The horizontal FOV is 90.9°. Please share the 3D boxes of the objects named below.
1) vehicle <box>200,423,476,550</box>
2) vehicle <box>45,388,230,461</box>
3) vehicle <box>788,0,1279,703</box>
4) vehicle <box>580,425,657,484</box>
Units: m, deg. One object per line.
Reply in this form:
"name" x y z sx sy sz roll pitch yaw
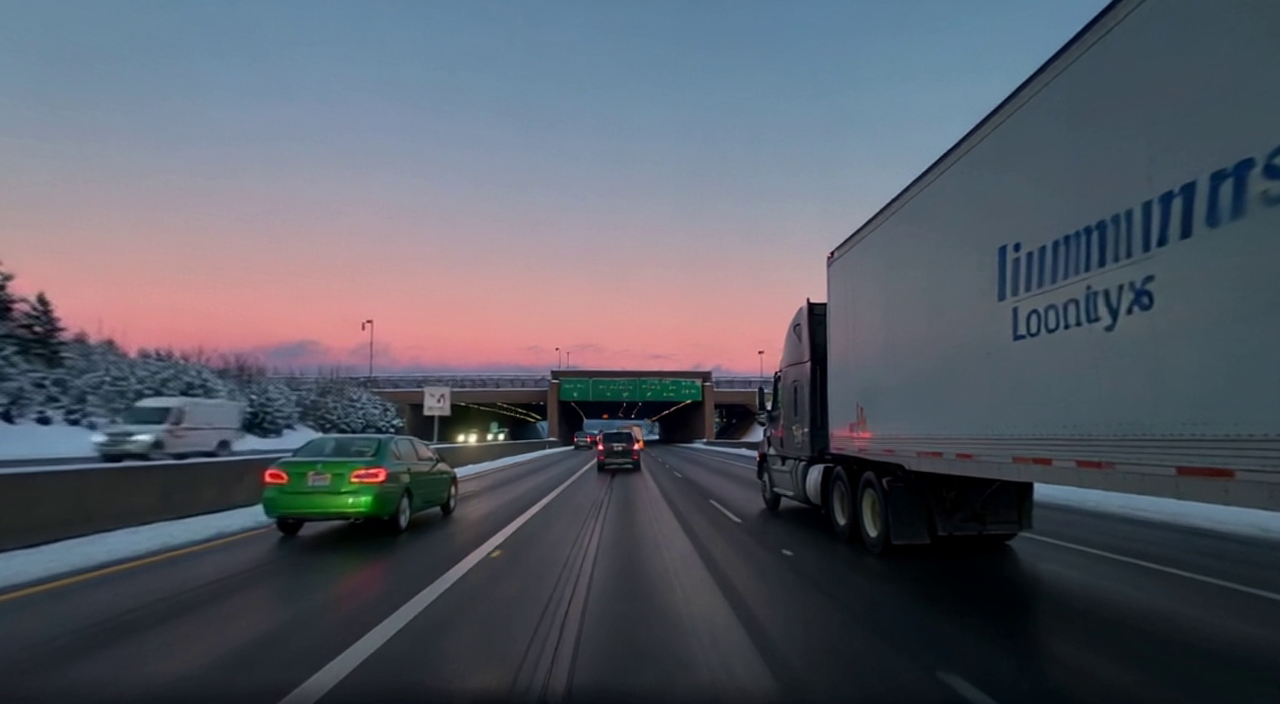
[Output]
"vehicle" -4.049 1.844 9.457 2.019 1.435 4.317 0 -8 0
"vehicle" -19.537 2.929 25.101 2.360 2.529 6.082 0 -8 -1
"vehicle" 3.958 -0.242 3.207 2.842 4.108 14.081 0 -8 -1
"vehicle" -0.624 3.064 19.145 2.094 1.600 3.666 0 -8 -1
